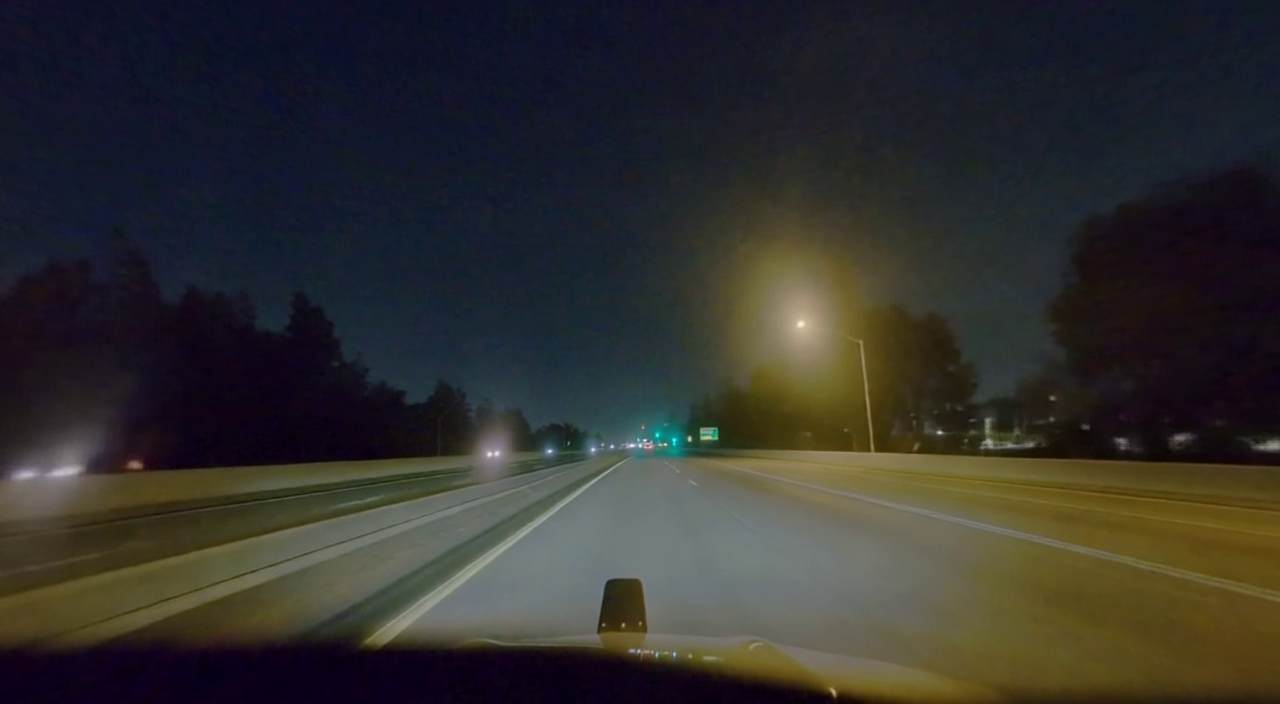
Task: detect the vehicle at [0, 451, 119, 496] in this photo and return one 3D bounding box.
[{"bbox_3d":[-27.830,5.576,29.414,2.286,1.839,5.522,0,-8,0],"label":"vehicle"}]
